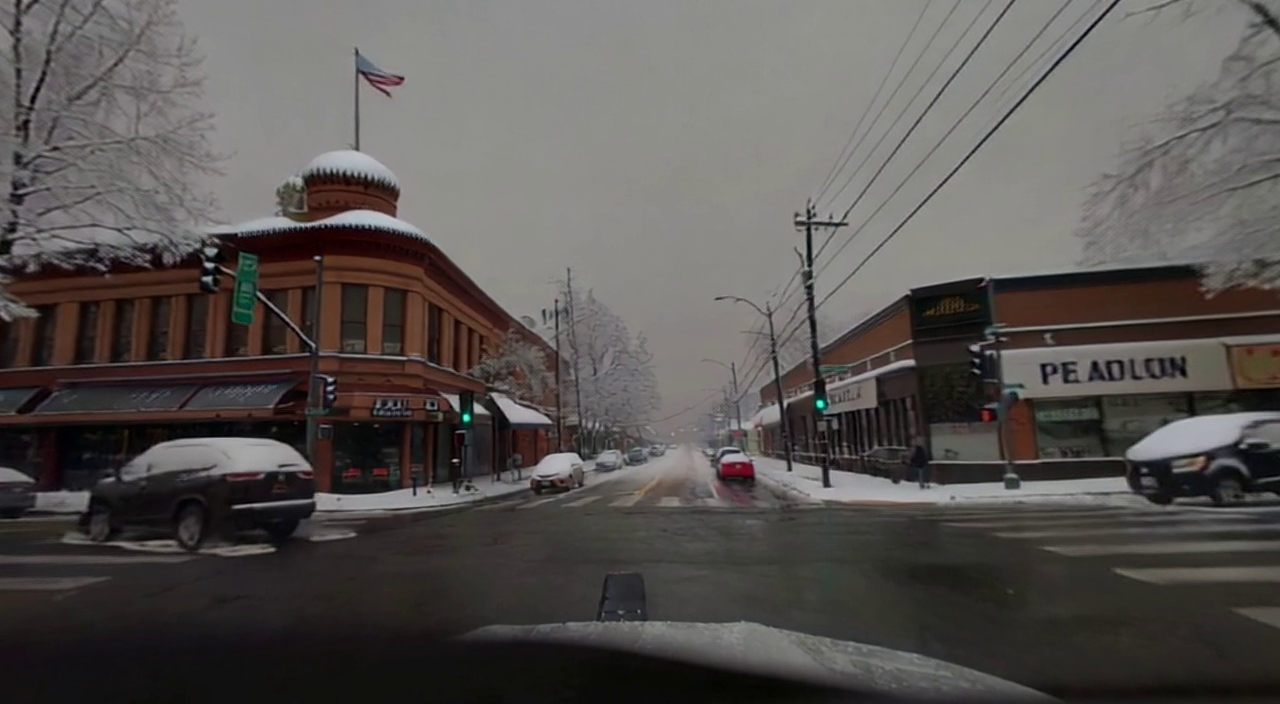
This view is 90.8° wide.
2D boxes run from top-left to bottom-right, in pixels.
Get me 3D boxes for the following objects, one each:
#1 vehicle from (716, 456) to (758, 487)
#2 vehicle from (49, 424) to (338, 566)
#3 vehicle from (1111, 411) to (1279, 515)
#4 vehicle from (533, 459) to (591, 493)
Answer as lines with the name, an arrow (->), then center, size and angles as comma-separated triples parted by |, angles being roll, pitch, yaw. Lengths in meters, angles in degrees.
vehicle -> 5.369, 6.645, 35.393 | 2.062, 1.526, 3.989 | -1, -9, 5
vehicle -> -7.723, 2.308, 10.883 | 4.611, 1.882, 2.440 | -7, -11, 34
vehicle -> 13.512, 2.198, 12.825 | 5.716, 1.894, 2.433 | -2, -9, 5
vehicle -> -4.142, 6.665, 34.322 | 2.179, 1.596, 4.286 | -1, -9, 7
